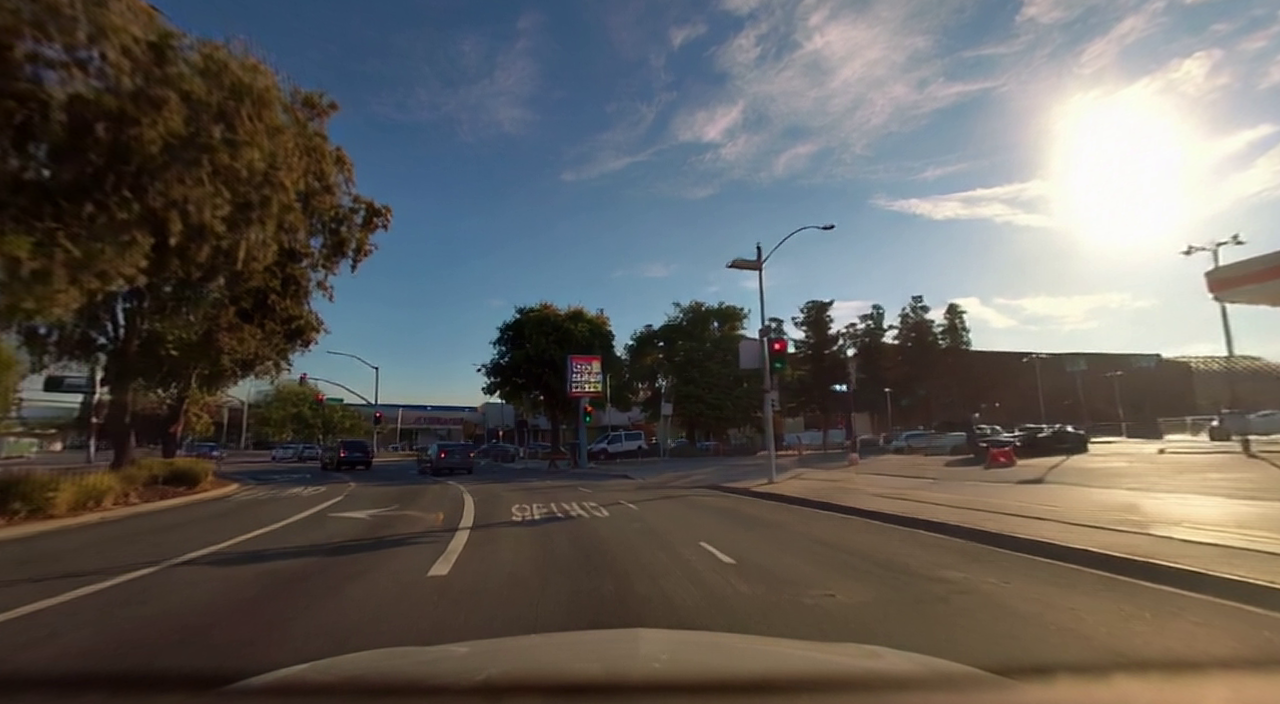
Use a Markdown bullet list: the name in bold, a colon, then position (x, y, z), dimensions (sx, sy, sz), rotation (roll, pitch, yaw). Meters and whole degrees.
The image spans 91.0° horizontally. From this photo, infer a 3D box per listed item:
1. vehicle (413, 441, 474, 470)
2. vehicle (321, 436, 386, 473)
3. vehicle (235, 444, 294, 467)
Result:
- **vehicle**: position (-13.694, 7.129, 43.698), dimensions (2.202, 1.822, 4.826), rotation (7, -11, -40)
- **vehicle**: position (-17.046, 6.049, 37.314), dimensions (2.254, 2.006, 4.766), rotation (7, -11, -38)
- **vehicle**: position (-29.393, 8.057, 49.202), dimensions (4.546, 1.650, 1.940), rotation (-5, -10, 31)
